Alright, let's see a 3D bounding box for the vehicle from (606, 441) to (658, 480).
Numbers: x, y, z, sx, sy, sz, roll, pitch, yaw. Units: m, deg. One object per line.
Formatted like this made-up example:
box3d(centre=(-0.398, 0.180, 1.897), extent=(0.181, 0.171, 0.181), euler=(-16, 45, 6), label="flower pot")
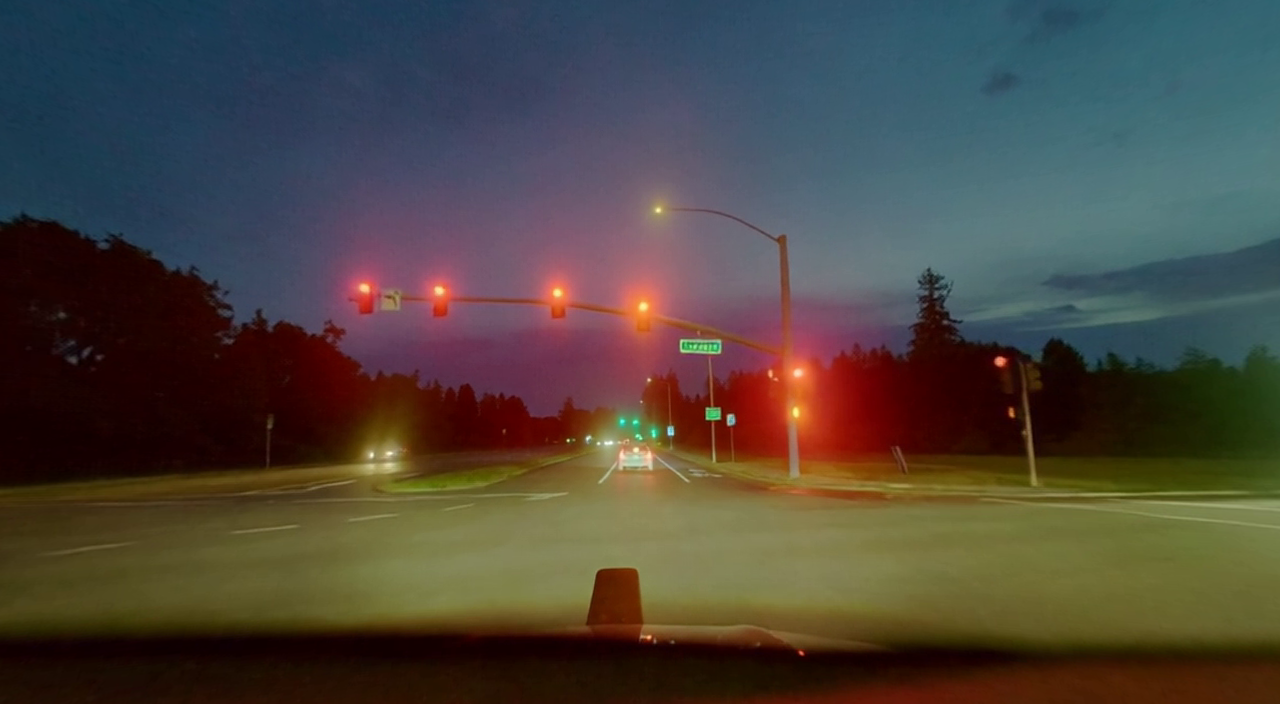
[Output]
box3d(centre=(-0.301, 4.356, 25.527), extent=(1.954, 1.469, 3.465), euler=(0, -8, 0), label="vehicle")
